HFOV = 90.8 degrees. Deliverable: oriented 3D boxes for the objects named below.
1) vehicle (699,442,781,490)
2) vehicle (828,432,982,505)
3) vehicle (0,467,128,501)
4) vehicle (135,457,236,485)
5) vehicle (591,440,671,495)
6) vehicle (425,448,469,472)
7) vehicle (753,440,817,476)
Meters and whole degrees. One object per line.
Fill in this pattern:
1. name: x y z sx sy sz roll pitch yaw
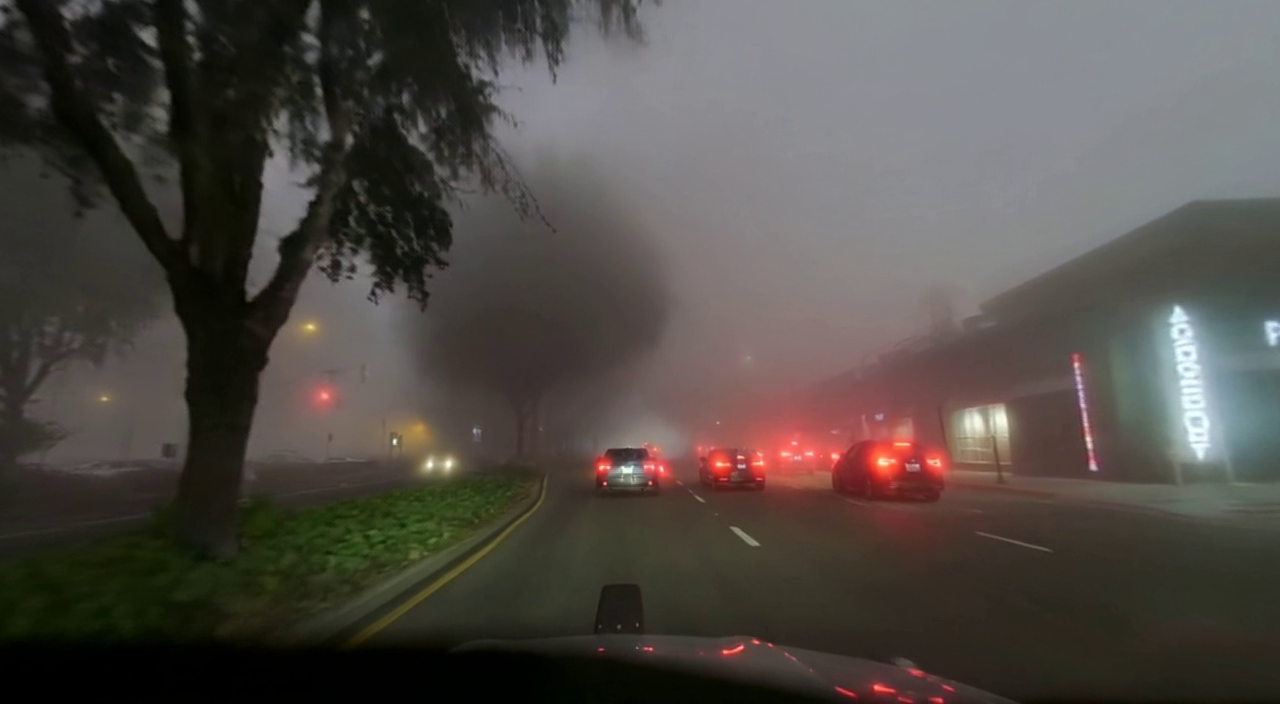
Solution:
1. vehicle: 3.314 3.878 21.846 1.993 1.477 4.240 0 -9 -2
2. vehicle: 7.007 3.139 17.436 2.052 1.708 4.842 0 -9 -1
3. vehicle: -28.150 6.399 30.796 4.693 1.499 1.838 0 -9 0
4. vehicle: -27.929 7.311 38.908 4.640 1.640 2.026 -1 -9 1
5. vehicle: -0.326 3.402 18.939 2.101 1.444 4.248 0 -9 -2
6. vehicle: -13.390 7.515 44.076 1.934 1.491 3.684 -1 -8 0
7. vehicle: 7.238 5.354 32.026 2.025 1.666 4.448 0 -9 -2
